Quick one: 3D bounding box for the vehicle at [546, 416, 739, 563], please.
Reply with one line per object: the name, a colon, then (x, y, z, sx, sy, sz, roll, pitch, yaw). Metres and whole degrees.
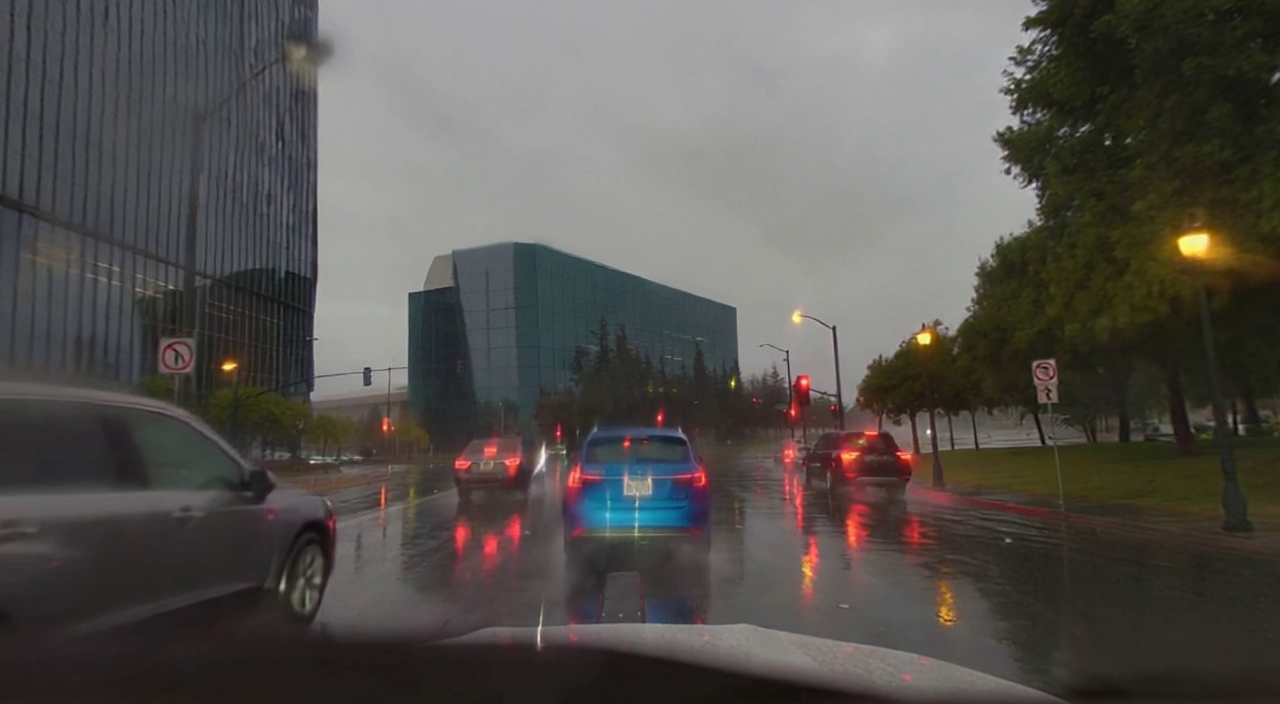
vehicle: (0.011, 1.888, 9.398, 2.207, 1.659, 4.155, 0, -8, 0)

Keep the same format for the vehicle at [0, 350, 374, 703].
vehicle: (-3.574, 1.020, 3.678, 2.083, 1.691, 4.398, 0, -8, 1)

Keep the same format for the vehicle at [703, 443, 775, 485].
vehicle: (3.713, 4.267, 24.448, 2.082, 1.445, 4.426, 0, -8, 0)

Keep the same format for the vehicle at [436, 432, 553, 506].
vehicle: (-3.621, 2.992, 16.594, 2.068, 1.678, 4.199, 0, -8, 0)
